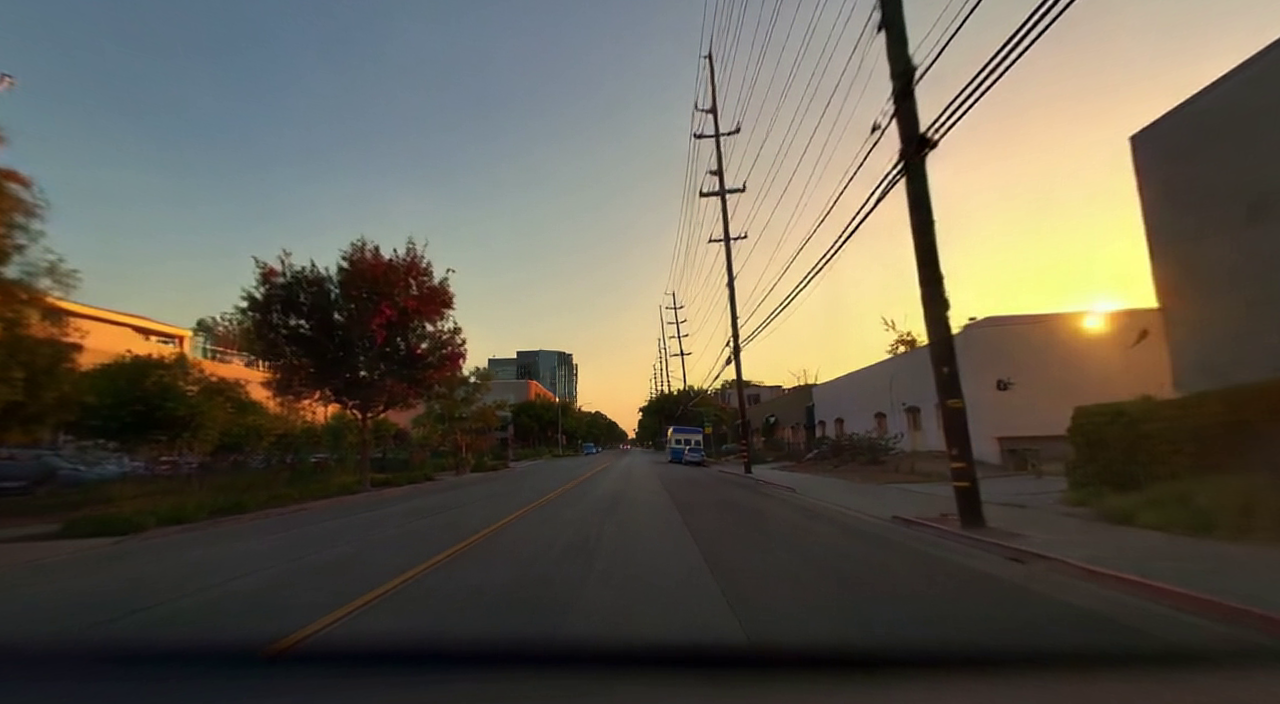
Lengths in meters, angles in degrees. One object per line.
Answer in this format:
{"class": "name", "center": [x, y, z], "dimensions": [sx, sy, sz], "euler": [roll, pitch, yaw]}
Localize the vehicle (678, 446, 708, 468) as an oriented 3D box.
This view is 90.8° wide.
{"class": "vehicle", "center": [4.024, 8.083, 48.763], "dimensions": [1.852, 1.497, 3.672], "euler": [-2, -8, -2]}
